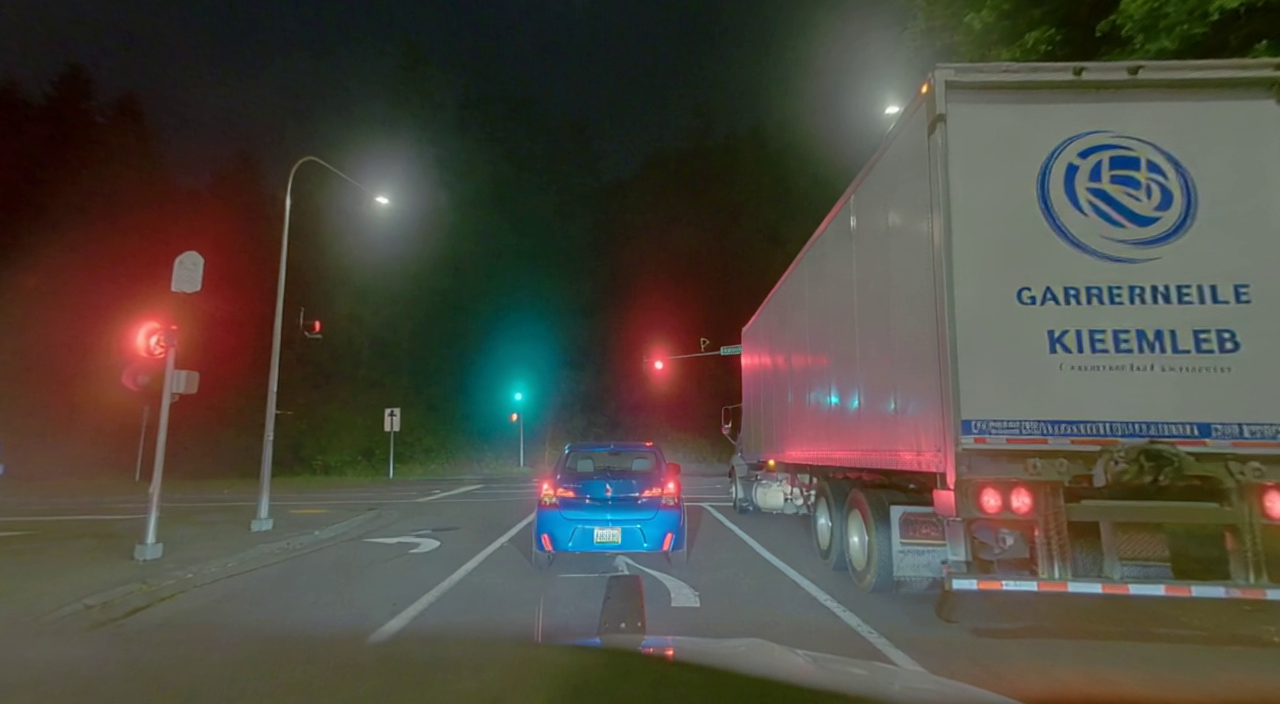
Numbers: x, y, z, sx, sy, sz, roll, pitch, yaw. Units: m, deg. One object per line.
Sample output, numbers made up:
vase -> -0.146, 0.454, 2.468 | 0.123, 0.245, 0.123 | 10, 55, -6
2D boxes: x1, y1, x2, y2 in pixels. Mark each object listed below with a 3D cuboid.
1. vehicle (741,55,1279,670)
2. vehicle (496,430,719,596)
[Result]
vehicle -> 3.525, 0.677, 8.645 | 2.884, 3.753, 9.763 | 0, -9, 2
vehicle -> -0.328, 1.706, 7.428 | 1.975, 1.457, 3.526 | 0, -9, -1
